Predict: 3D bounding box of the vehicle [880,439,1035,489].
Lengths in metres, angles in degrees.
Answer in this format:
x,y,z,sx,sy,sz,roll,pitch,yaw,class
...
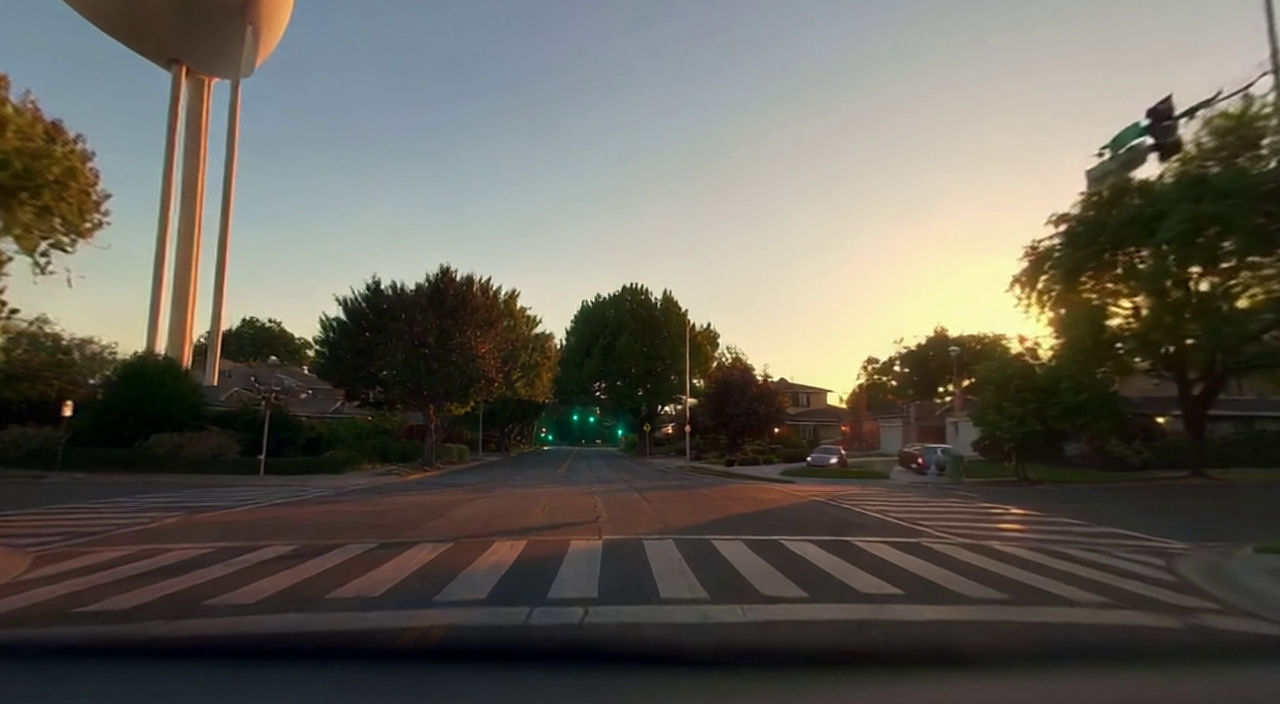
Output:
x,y,z,sx,sy,sz,roll,pitch,yaw,class
11.086,3.920,22.190,4.448,1.637,1.881,0,-8,3,vehicle

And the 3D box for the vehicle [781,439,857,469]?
x,y,z,sx,sy,sz,roll,pitch,yaw,class
8.603,4.871,30.192,3.191,1.365,1.458,-5,-9,33,vehicle
